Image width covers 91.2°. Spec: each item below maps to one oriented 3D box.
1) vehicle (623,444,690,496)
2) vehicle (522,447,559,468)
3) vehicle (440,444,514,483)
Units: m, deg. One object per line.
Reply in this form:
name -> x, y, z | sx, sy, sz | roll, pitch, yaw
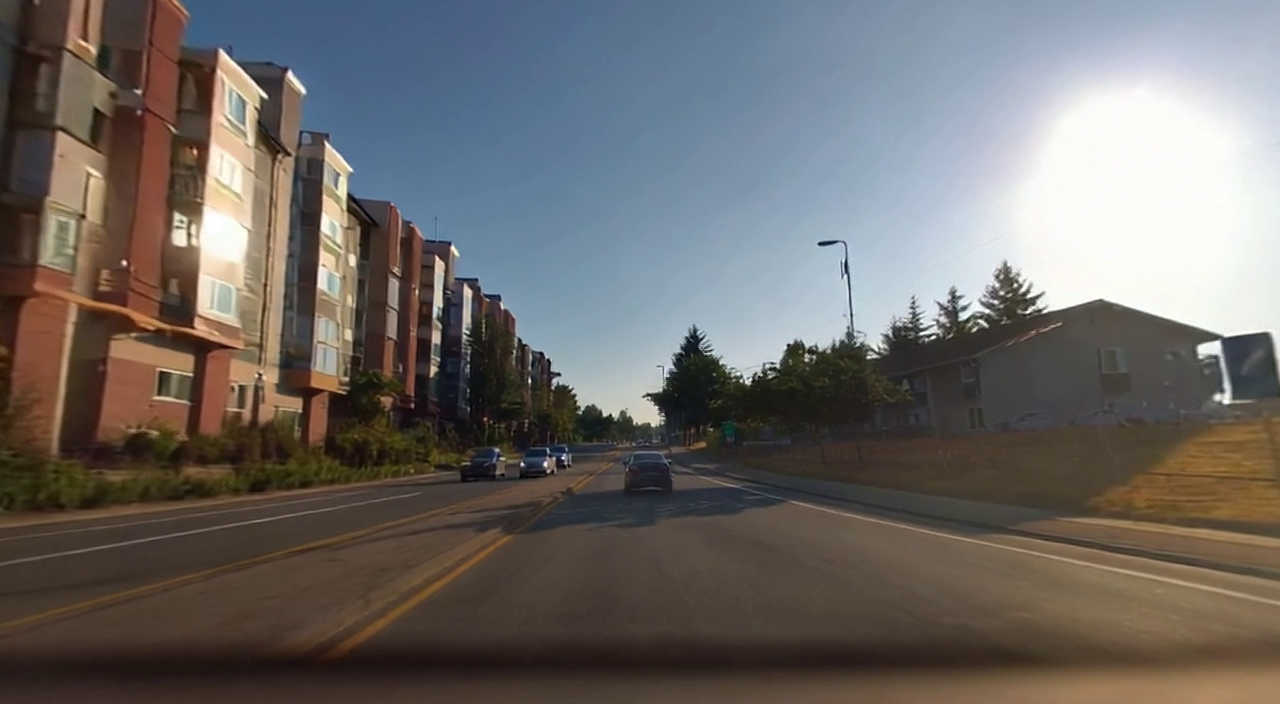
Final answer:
vehicle -> 0.441, 3.850, 20.767 | 2.014, 1.525, 3.670 | 0, -9, -2
vehicle -> -7.645, 8.148, 48.650 | 1.988, 1.510, 4.722 | -1, -9, 1
vehicle -> -7.952, 5.483, 31.168 | 2.171, 1.757, 4.706 | -1, -9, 4
